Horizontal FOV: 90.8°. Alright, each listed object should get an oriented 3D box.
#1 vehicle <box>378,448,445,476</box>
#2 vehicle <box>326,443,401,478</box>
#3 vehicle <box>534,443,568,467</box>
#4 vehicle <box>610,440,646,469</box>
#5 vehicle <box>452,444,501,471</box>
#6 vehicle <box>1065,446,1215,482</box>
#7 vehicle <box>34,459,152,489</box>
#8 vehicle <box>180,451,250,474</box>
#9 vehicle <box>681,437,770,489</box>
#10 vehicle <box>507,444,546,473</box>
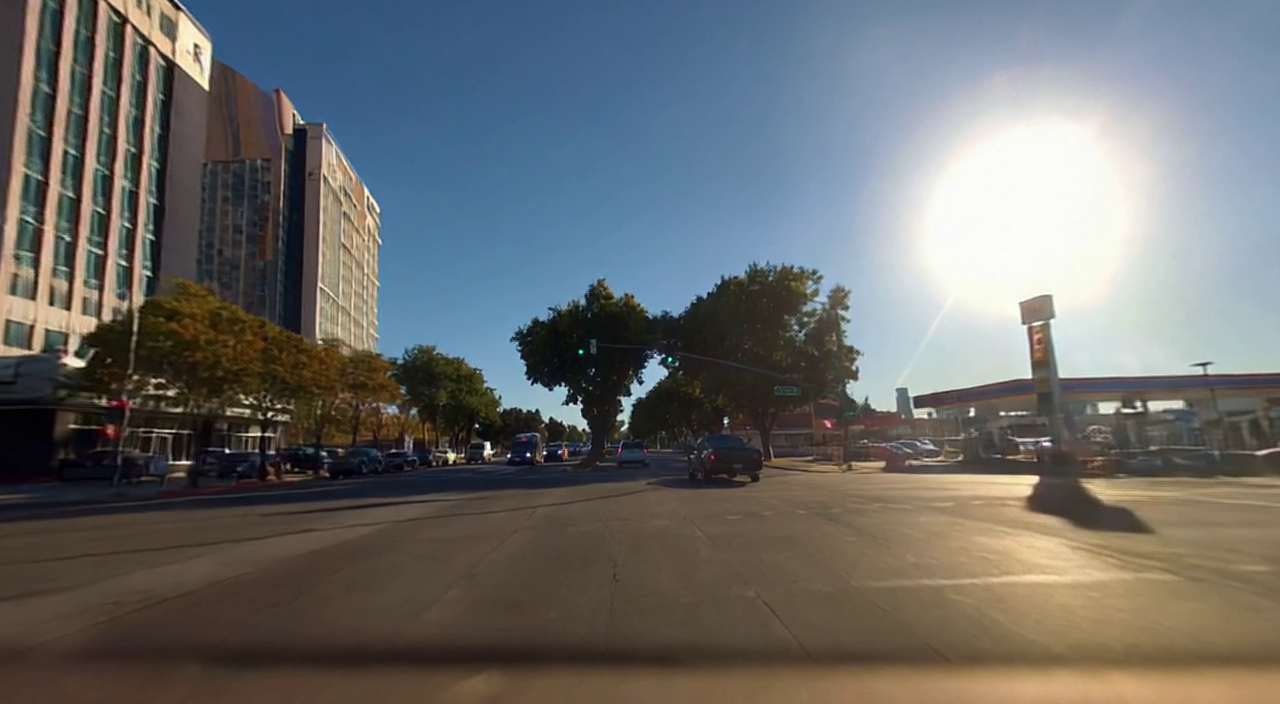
[{"bbox_3d":[-13.378,6.460,37.407,2.186,1.532,5.087,0,-8,-2],"label":"vehicle"},{"bbox_3d":[-16.629,6.537,38.338,2.191,1.926,5.787,0,-9,-3],"label":"vehicle"},{"bbox_3d":[-6.213,7.206,44.566,1.953,1.526,4.349,0,-8,-3],"label":"vehicle"},{"bbox_3d":[-0.749,6.003,37.261,2.029,1.605,3.827,0,-8,-3],"label":"vehicle"},{"bbox_3d":[-10.035,6.502,39.196,2.165,1.557,4.515,1,-9,-5],"label":"vehicle"},{"bbox_3d":[21.217,4.754,26.969,4.637,1.443,2.050,-1,-8,1],"label":"vehicle"},{"bbox_3d":[-28.607,6.375,33.138,4.428,1.416,1.759,0,-8,-2],"label":"vehicle"},{"bbox_3d":[-29.583,7.689,44.000,3.640,1.462,1.660,-1,-8,1],"label":"vehicle"},{"bbox_3d":[2.617,3.536,20.465,2.061,1.487,4.462,0,-9,-3],"label":"vehicle"},{"bbox_3d":[-6.340,5.923,35.540,1.972,1.466,4.493,2,-8,-9],"label":"vehicle"}]
